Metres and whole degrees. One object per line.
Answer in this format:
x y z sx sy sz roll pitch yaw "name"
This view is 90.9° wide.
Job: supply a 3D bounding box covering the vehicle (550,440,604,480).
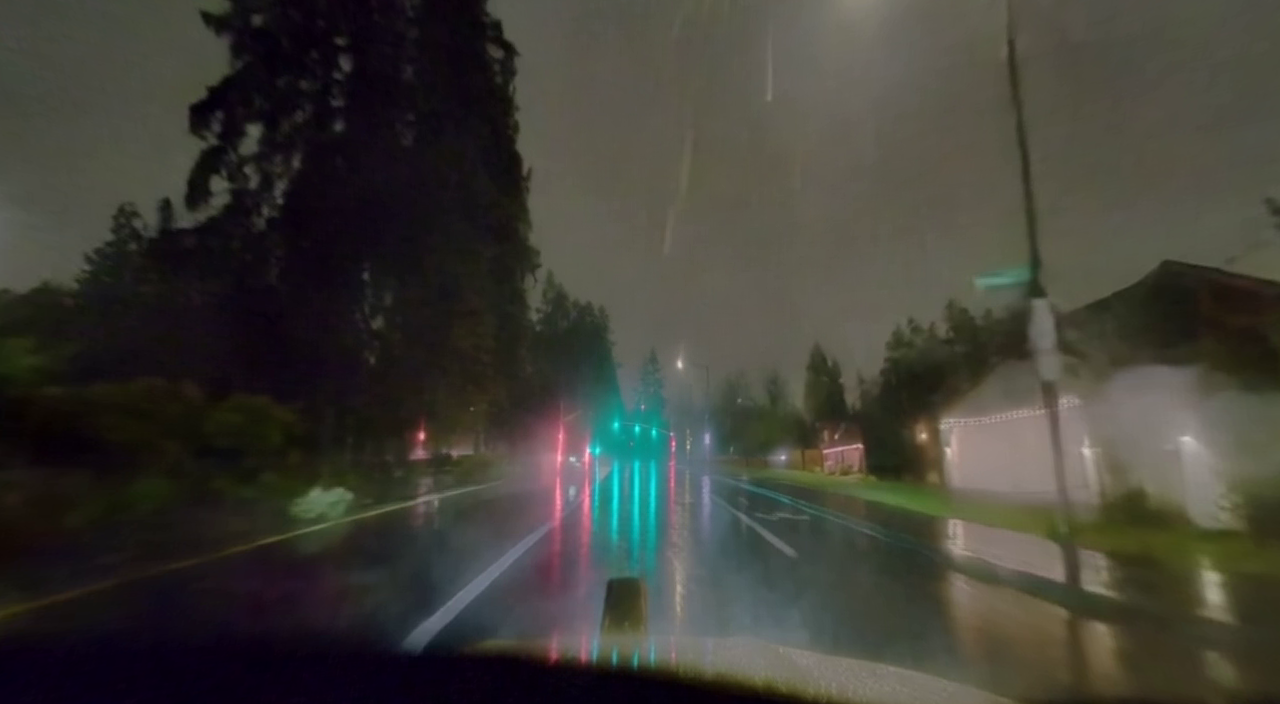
-2.837 5.005 29.433 2.016 1.694 4.335 0 -8 1 "vehicle"
